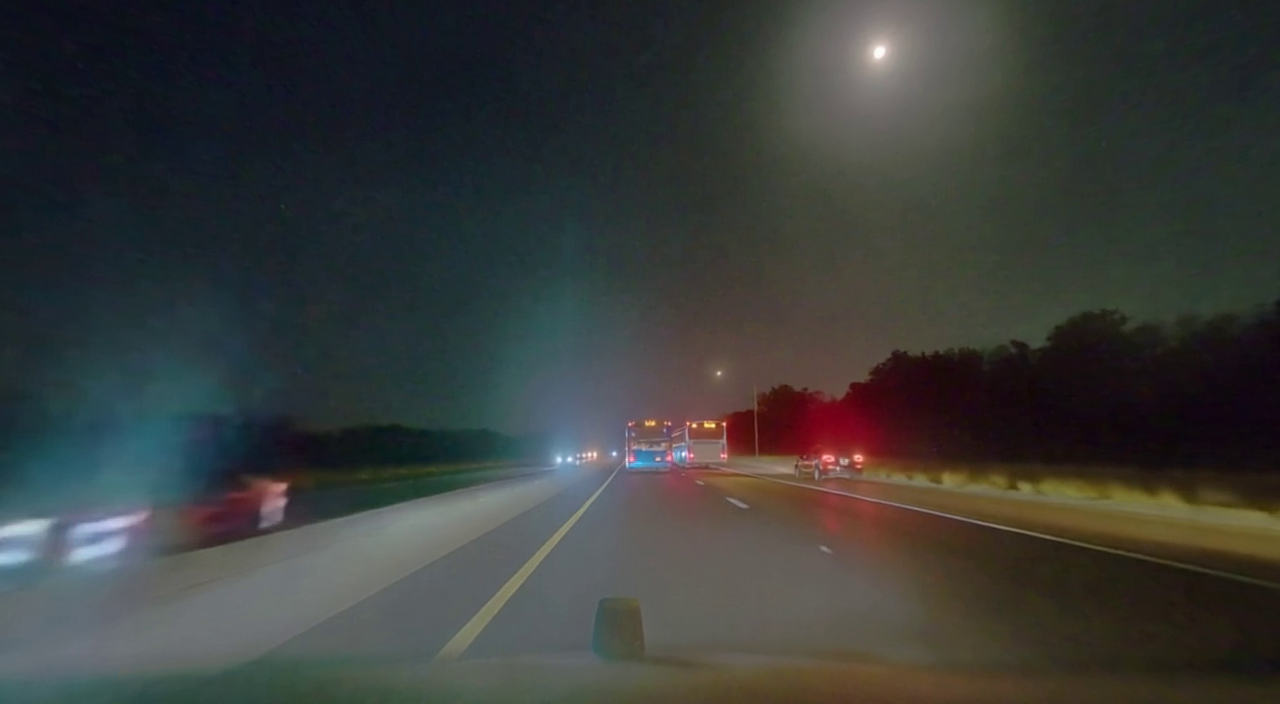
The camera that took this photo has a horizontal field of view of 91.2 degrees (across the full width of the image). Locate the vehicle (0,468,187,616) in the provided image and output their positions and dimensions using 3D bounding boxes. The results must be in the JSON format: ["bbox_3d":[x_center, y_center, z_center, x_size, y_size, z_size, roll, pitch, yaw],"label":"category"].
[{"bbox_3d":[-7.855,2.176,7.238,1.870,1.500,4.516,-1,-9,0],"label":"vehicle"}]

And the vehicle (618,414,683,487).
[{"bbox_3d":[0.299,4.091,26.170,2.414,2.675,5.574,0,-9,-2],"label":"vehicle"}]

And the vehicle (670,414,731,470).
[{"bbox_3d":[4.307,6.956,47.851,3.074,3.668,12.805,0,-9,-1],"label":"vehicle"}]
